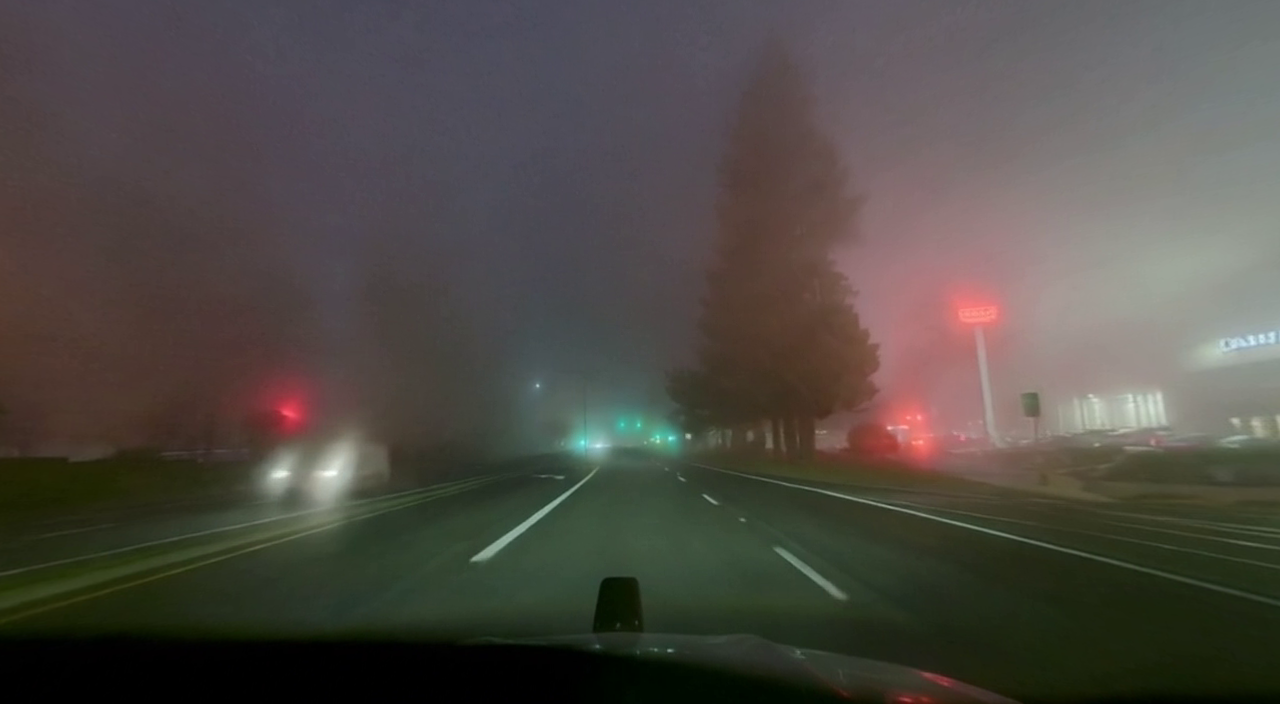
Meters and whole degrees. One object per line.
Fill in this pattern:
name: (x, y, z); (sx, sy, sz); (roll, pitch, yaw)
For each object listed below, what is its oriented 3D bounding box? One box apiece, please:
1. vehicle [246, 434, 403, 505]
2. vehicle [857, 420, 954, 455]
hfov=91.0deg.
vehicle: (-8.530, 3.204, 17.579); (2.046, 1.700, 4.439); (0, -9, 0)
vehicle: (19.783, 6.389, 47.093); (6.174, 2.496, 2.349); (0, -9, -2)
